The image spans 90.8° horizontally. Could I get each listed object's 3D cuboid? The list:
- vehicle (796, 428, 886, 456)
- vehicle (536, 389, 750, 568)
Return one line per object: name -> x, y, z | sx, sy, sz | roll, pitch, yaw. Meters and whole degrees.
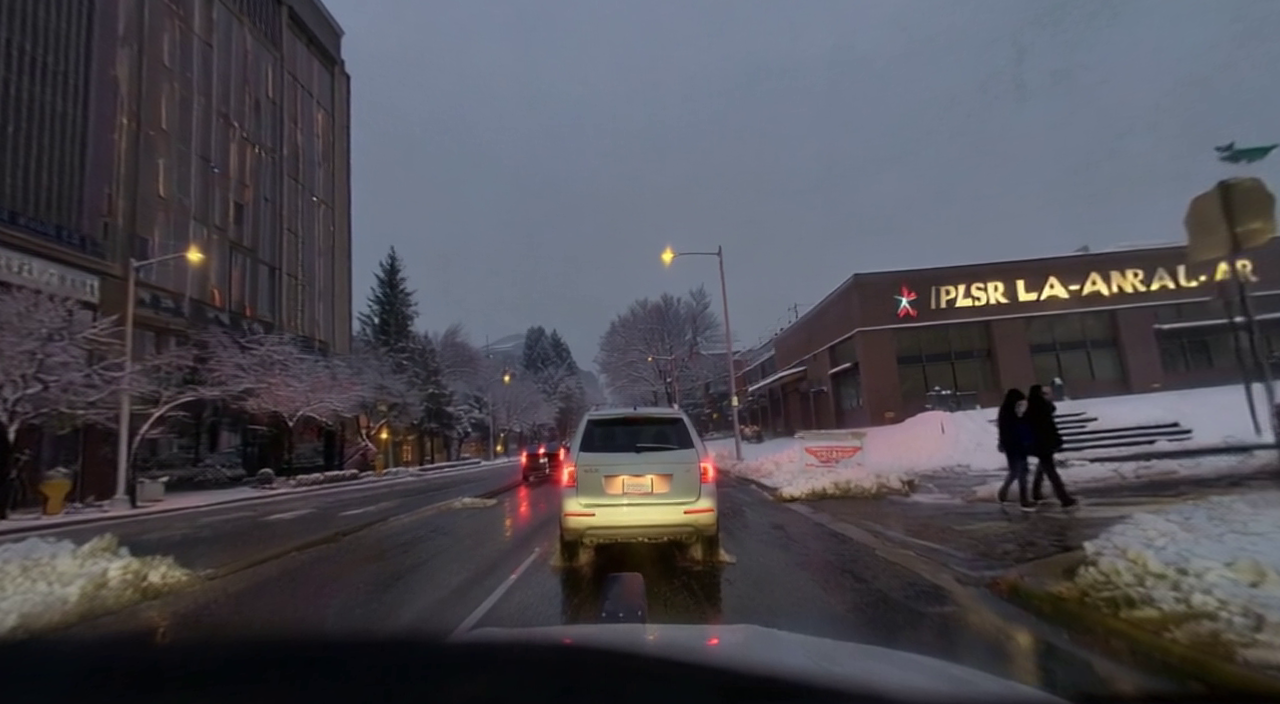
vehicle -> 11.281, 5.077, 35.662 | 4.426, 1.490, 1.862 | -1, -8, 3
vehicle -> -0.060, 1.746, 9.450 | 2.352, 1.953, 4.796 | 0, -8, -2
